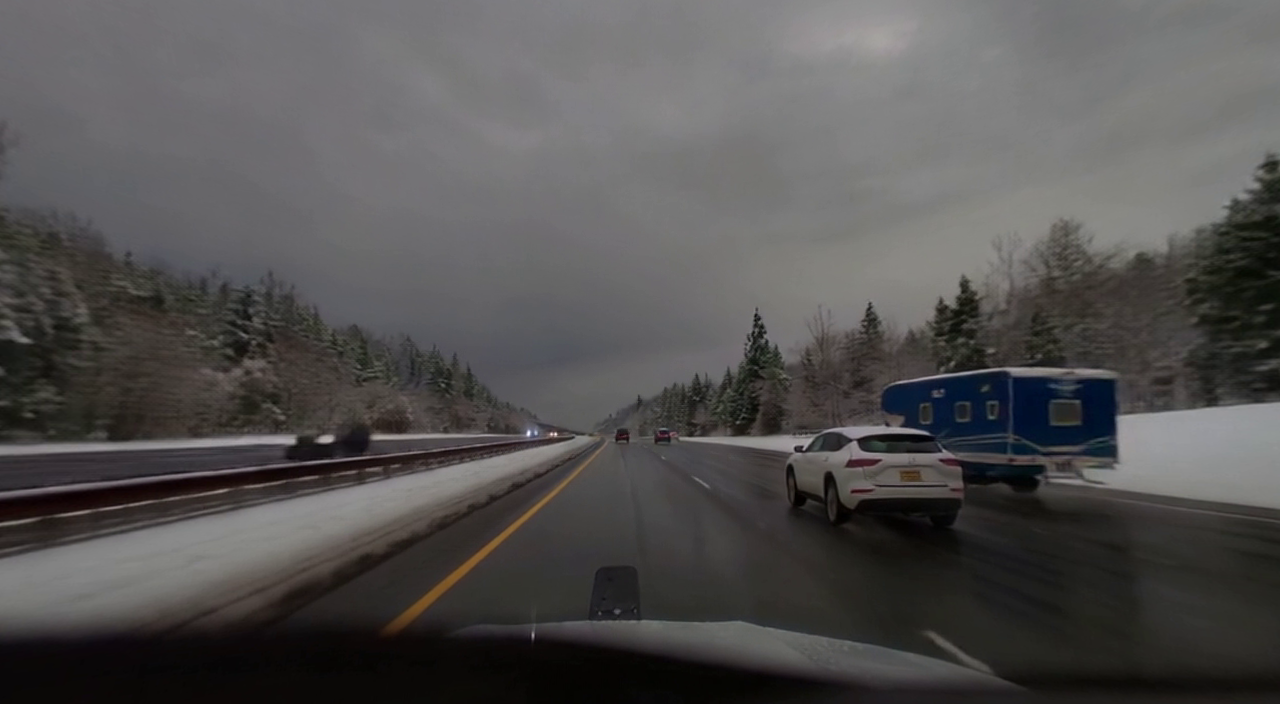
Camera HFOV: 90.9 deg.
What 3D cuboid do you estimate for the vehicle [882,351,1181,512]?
[{"bbox_3d":[7.672,1.699,13.457,2.594,2.701,5.573,0,-8,-2],"label":"vehicle"}]

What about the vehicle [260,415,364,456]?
[{"bbox_3d":[-12.583,3.250,24.475,1.932,1.450,3.980,0,-8,-1],"label":"vehicle"}]

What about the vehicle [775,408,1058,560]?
[{"bbox_3d":[3.306,1.631,8.543,2.002,1.569,3.845,0,-8,-1],"label":"vehicle"}]
